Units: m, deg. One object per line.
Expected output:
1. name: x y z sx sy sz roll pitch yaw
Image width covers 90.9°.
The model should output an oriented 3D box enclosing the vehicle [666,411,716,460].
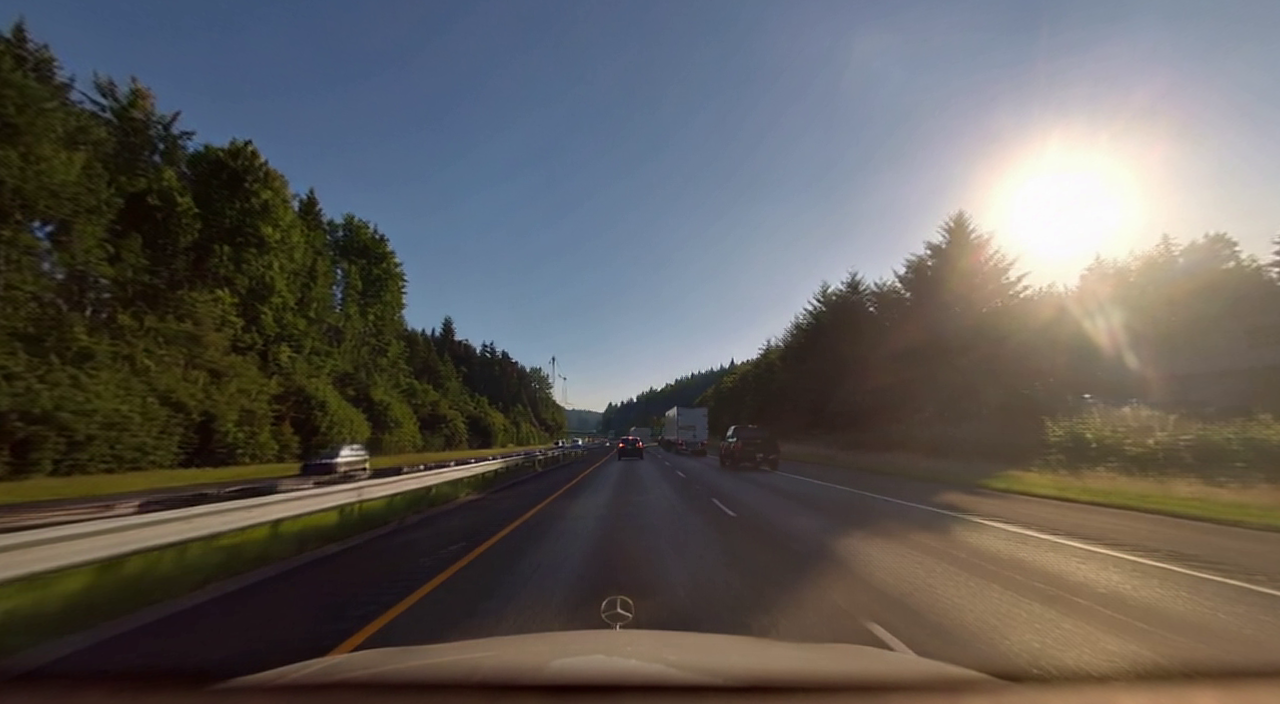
1. vehicle: 3.348 5.734 43.449 2.728 3.053 7.708 0 -8 0

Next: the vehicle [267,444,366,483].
1. vehicle: -14.094 4.864 27.778 2.107 1.498 4.226 0 -8 0

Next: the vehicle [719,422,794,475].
1. vehicle: 4.466 3.749 24.882 2.073 1.905 4.023 0 -8 -1

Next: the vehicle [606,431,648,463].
1. vehicle: -0.721 5.220 34.894 2.206 1.681 4.111 0 -8 -1
